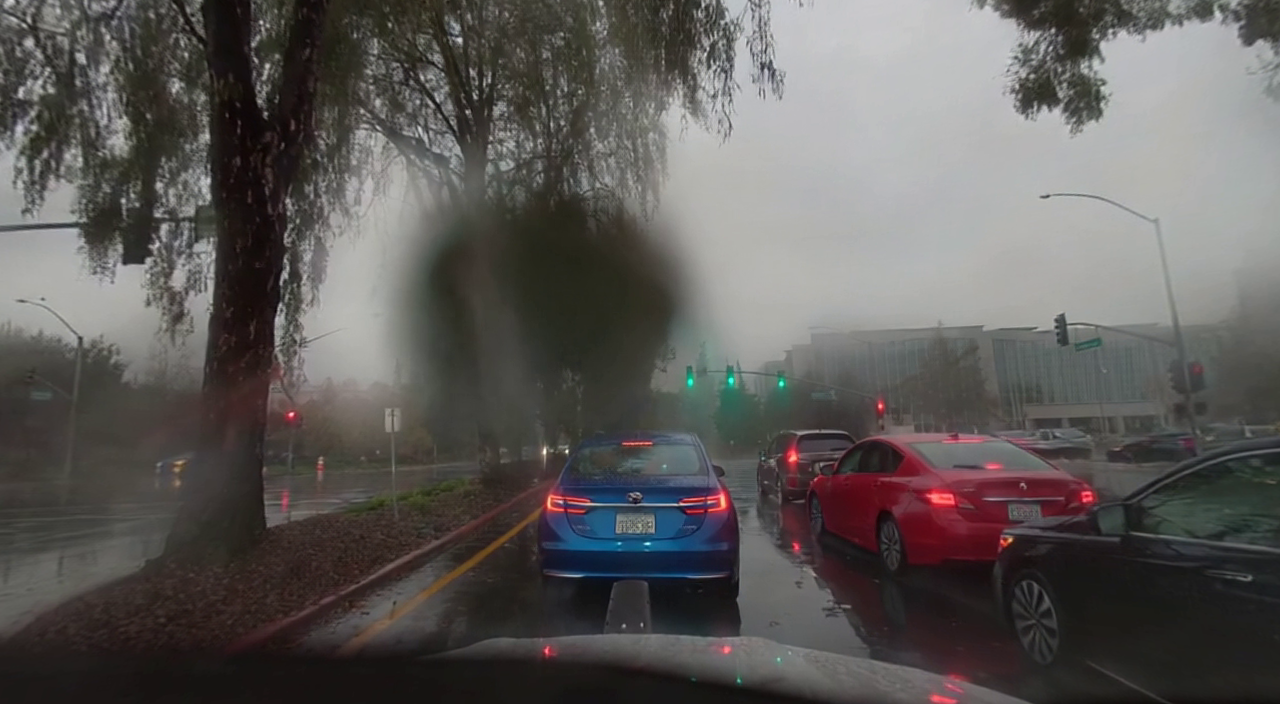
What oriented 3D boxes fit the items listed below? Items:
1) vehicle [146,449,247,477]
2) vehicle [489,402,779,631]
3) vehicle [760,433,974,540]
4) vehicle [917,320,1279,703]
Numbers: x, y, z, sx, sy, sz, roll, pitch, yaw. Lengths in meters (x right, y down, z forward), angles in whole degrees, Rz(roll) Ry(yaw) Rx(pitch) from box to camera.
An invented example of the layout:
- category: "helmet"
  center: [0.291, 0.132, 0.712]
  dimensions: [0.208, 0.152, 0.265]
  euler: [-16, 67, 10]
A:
- category: "vehicle"
  center: [-33.344, 8.301, 47.541]
  dimensions: [5.783, 1.933, 2.174]
  euler: [8, -12, -43]
- category: "vehicle"
  center: [-0.055, 1.476, 6.511]
  dimensions: [2.074, 1.631, 3.793]
  euler: [0, -9, 0]
- category: "vehicle"
  center: [3.664, 2.258, 11.300]
  dimensions: [2.054, 1.482, 4.654]
  euler: [0, -9, -1]
- category: "vehicle"
  center: [3.674, 0.926, 3.441]
  dimensions: [2.162, 1.829, 4.519]
  euler: [0, -9, -1]
